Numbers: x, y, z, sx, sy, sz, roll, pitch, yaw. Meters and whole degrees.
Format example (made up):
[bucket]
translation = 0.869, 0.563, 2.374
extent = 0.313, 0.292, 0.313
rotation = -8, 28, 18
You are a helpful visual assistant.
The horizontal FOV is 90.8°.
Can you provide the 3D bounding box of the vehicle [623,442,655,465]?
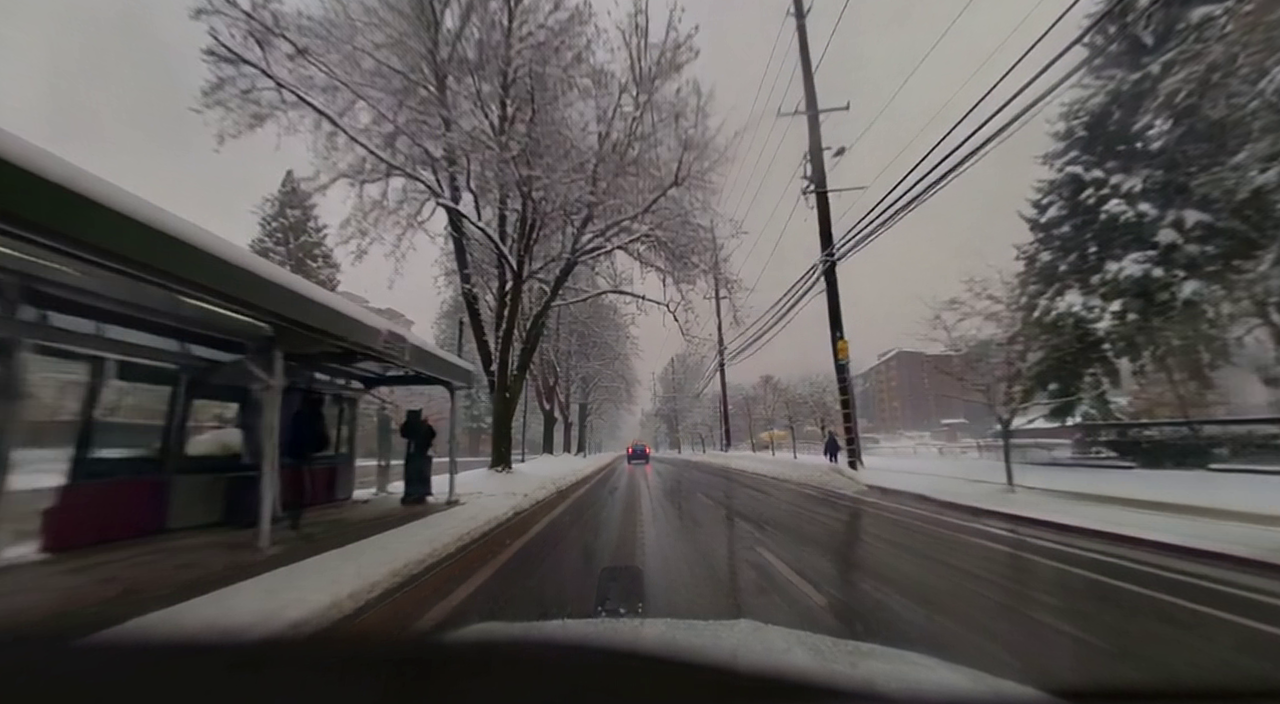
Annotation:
[vehicle]
translation = -0.115, 7.042, 43.836
extent = 2.109, 1.501, 4.042
rotation = 0, -9, -1
